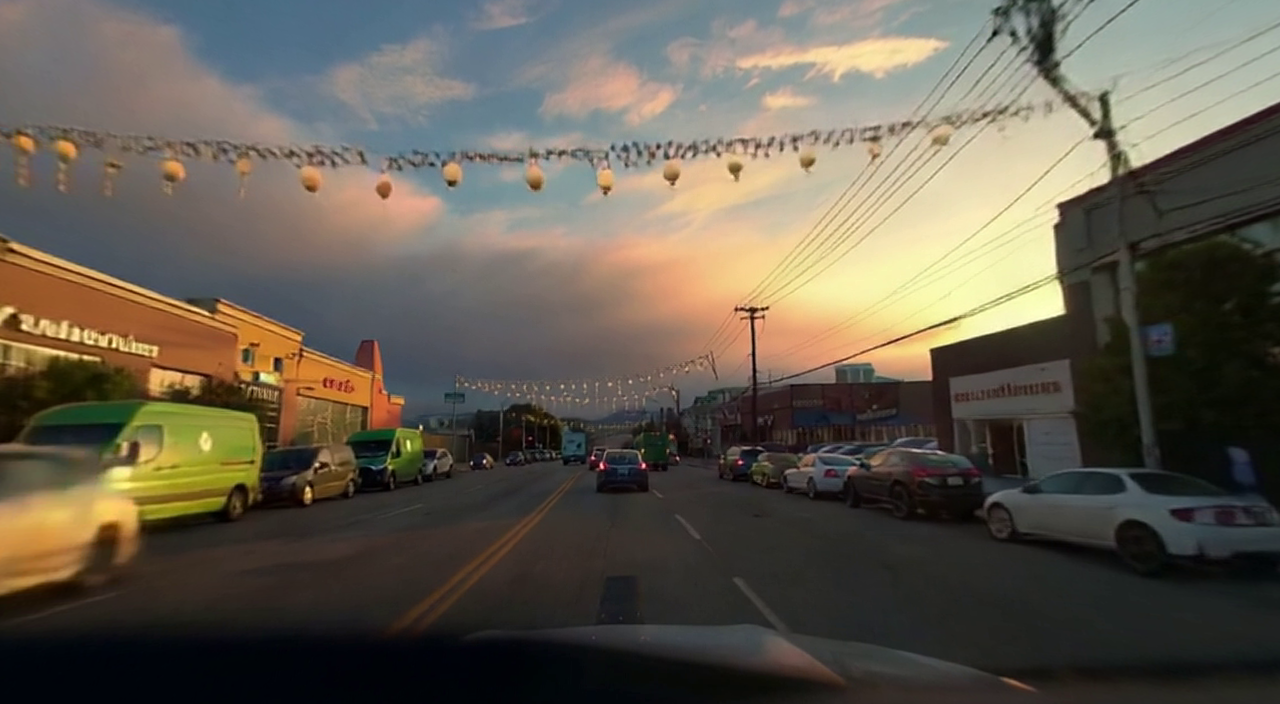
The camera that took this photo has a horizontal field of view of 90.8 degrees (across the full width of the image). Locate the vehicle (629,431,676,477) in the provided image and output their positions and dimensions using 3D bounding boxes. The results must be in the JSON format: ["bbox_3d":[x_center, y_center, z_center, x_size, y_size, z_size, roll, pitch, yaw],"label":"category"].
[{"bbox_3d":[0.862,6.287,39.293,2.649,2.583,5.800,-1,-8,3],"label":"vehicle"}]

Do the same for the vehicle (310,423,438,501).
[{"bbox_3d":[-10.348,4.319,25.299,2.724,2.739,5.663,0,-8,-1],"label":"vehicle"}]

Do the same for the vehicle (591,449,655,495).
[{"bbox_3d":[-0.702,4.303,23.056,2.112,1.464,4.411,0,-8,-4],"label":"vehicle"}]

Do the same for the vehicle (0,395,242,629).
[{"bbox_3d":[-6.598,1.463,6.055,2.456,1.935,4.769,0,-8,-1],"label":"vehicle"}]

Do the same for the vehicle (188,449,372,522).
[{"bbox_3d":[-10.113,3.750,18.492,2.256,1.722,5.644,0,-8,-3],"label":"vehicle"}]

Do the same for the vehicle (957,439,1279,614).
[{"bbox_3d":[5.802,1.820,7.533,1.943,1.507,3.816,0,-8,-2],"label":"vehicle"}]

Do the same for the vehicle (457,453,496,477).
[{"bbox_3d":[-11.941,8.251,46.328,1.962,1.529,4.109,1,-8,-3],"label":"vehicle"}]

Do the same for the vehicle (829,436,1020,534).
[{"bbox_3d":[5.677,2.665,13.363,1.876,1.692,4.492,0,-8,-1],"label":"vehicle"}]

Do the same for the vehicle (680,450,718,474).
[{"bbox_3d":[3.989,7.512,43.391,1.824,1.481,4.057,1,-8,-6],"label":"vehicle"}]
